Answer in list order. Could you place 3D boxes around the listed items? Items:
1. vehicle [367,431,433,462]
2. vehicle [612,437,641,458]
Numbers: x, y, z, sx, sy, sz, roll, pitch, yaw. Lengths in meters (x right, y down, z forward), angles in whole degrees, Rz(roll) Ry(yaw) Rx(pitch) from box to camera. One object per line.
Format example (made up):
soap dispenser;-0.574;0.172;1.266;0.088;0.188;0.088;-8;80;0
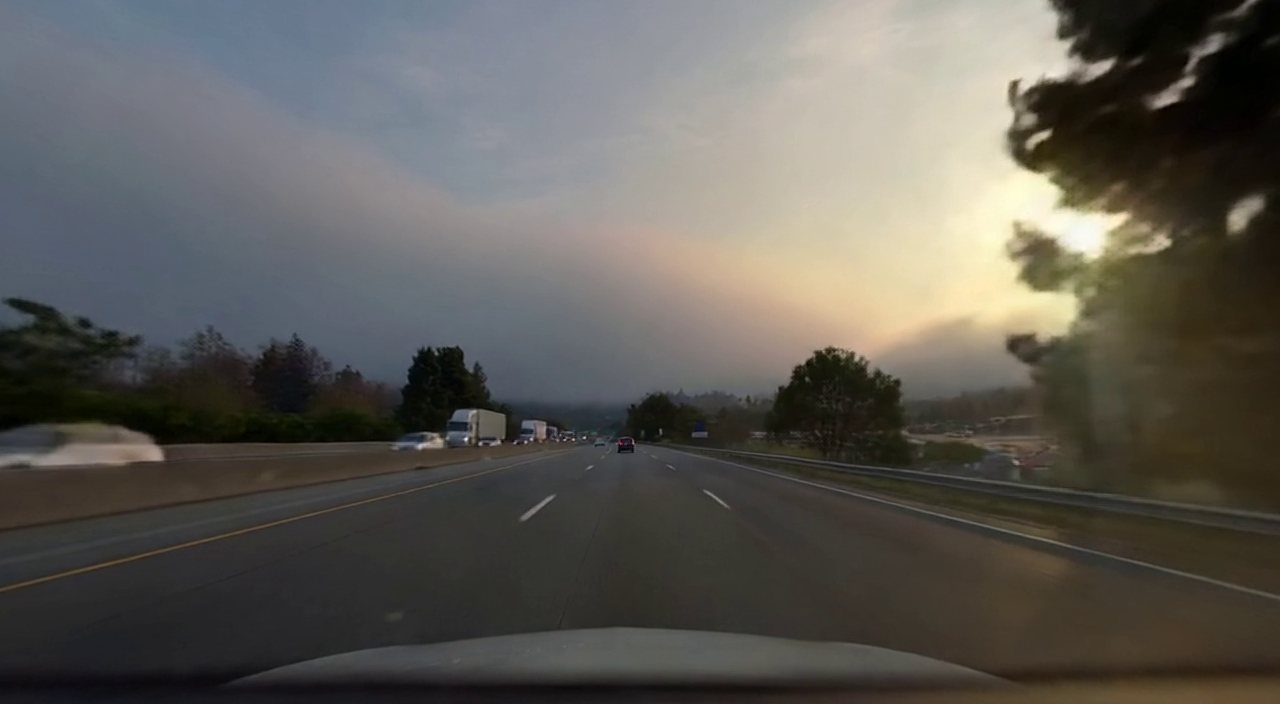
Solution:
vehicle;-12.705;5.032;33.627;1.900;1.490;4.375;0;-8;-1
vehicle;-1.038;7.234;47.893;2.099;1.504;3.843;0;-8;-2
